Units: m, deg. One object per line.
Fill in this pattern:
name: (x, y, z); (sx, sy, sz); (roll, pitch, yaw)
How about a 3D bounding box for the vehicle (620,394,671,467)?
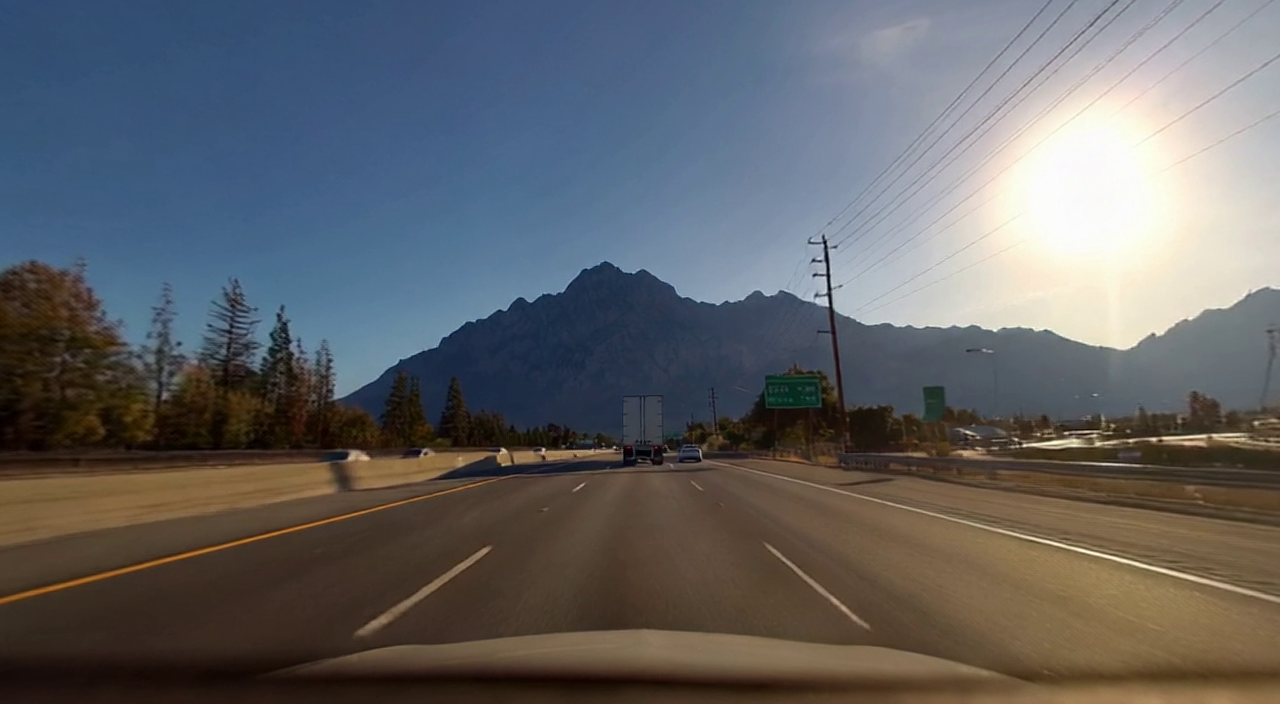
vehicle: (0.249, 5.333, 41.769); (2.919, 4.101, 11.541); (0, -9, -1)
